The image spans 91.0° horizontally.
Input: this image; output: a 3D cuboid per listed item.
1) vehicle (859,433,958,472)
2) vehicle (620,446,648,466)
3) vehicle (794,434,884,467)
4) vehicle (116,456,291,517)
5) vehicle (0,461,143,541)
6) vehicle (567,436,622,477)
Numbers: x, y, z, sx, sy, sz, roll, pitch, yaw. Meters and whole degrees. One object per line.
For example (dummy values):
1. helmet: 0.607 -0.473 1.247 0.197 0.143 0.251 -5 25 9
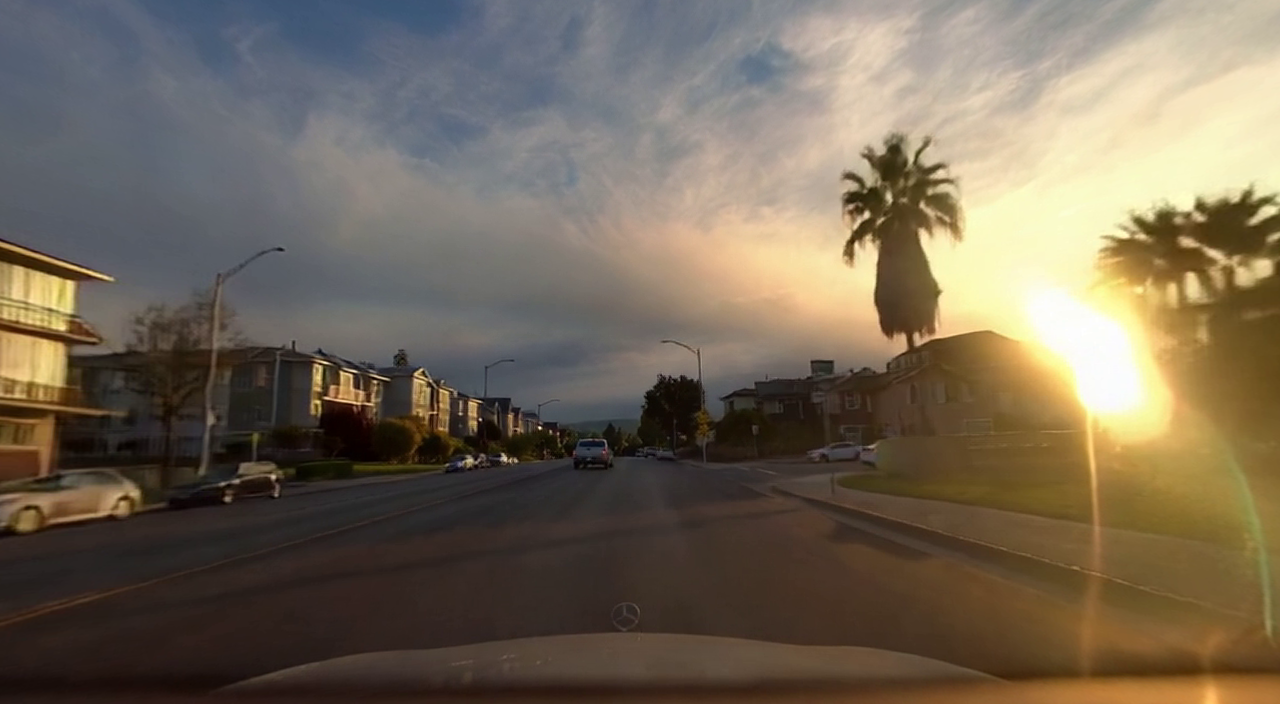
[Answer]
1. vehicle: 12.485 4.698 29.409 3.778 1.744 1.804 1 -9 -5
2. vehicle: -0.478 8.146 49.544 2.077 1.504 3.992 0 -9 0
3. vehicle: 12.467 6.202 39.656 4.873 1.624 1.924 -4 -9 -1
4. vehicle: -14.263 4.383 21.116 1.939 1.512 5.641 -4 -8 -1
5. vehicle: -14.105 3.436 14.873 1.784 1.499 3.854 -2 -8 -4
6. vehicle: -2.100 5.028 30.542 1.994 1.810 5.057 0 -9 3
